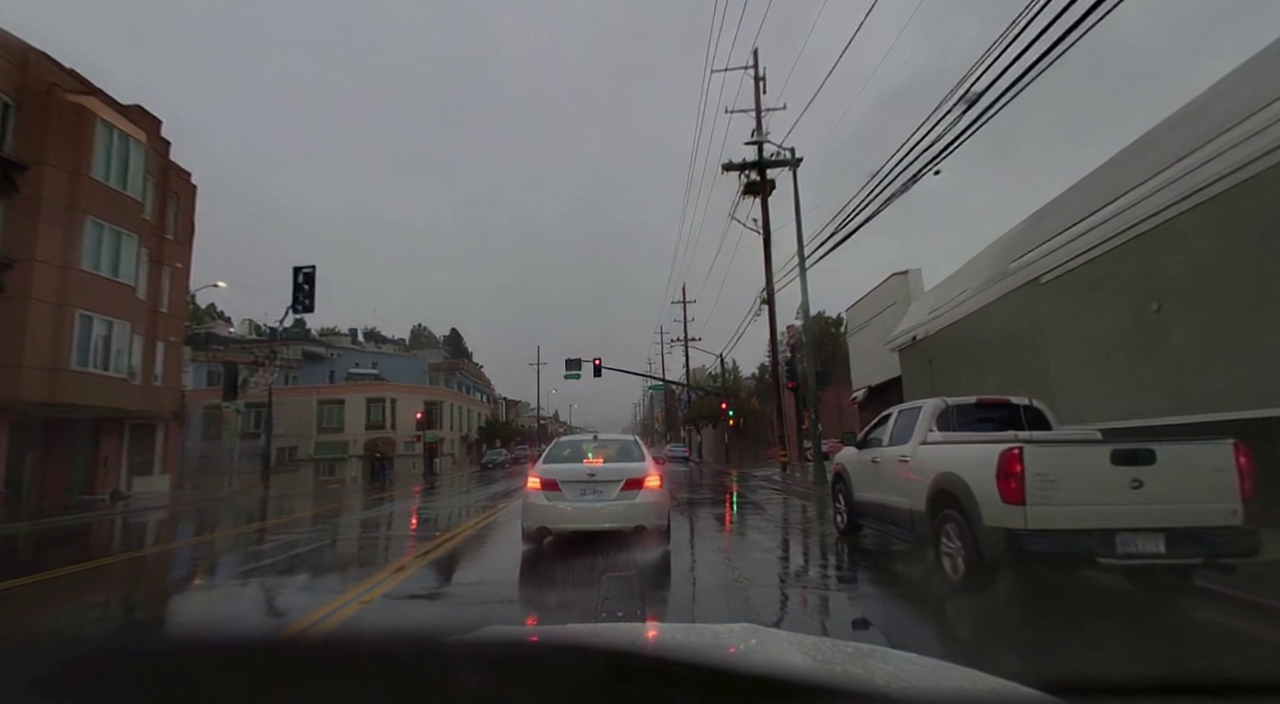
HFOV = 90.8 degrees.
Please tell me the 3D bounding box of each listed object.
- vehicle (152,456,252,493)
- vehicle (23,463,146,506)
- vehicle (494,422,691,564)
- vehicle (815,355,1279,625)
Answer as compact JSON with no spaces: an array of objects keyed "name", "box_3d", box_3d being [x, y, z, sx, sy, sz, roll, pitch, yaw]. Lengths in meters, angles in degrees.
[{"name":"vehicle","box_3d":[-25.365,7.111,36.707,4.337,1.739,1.981,-5,-11,1]},{"name":"vehicle","box_3d":[-24.771,5.902,28.250,3.891,1.538,1.698,-4,-11,0]},{"name":"vehicle","box_3d":[-0.486,1.761,8.630,2.019,1.453,4.129,0,-8,0]},{"name":"vehicle","box_3d":[3.837,1.351,7.121,2.248,1.945,5.011,0,-8,0]}]
